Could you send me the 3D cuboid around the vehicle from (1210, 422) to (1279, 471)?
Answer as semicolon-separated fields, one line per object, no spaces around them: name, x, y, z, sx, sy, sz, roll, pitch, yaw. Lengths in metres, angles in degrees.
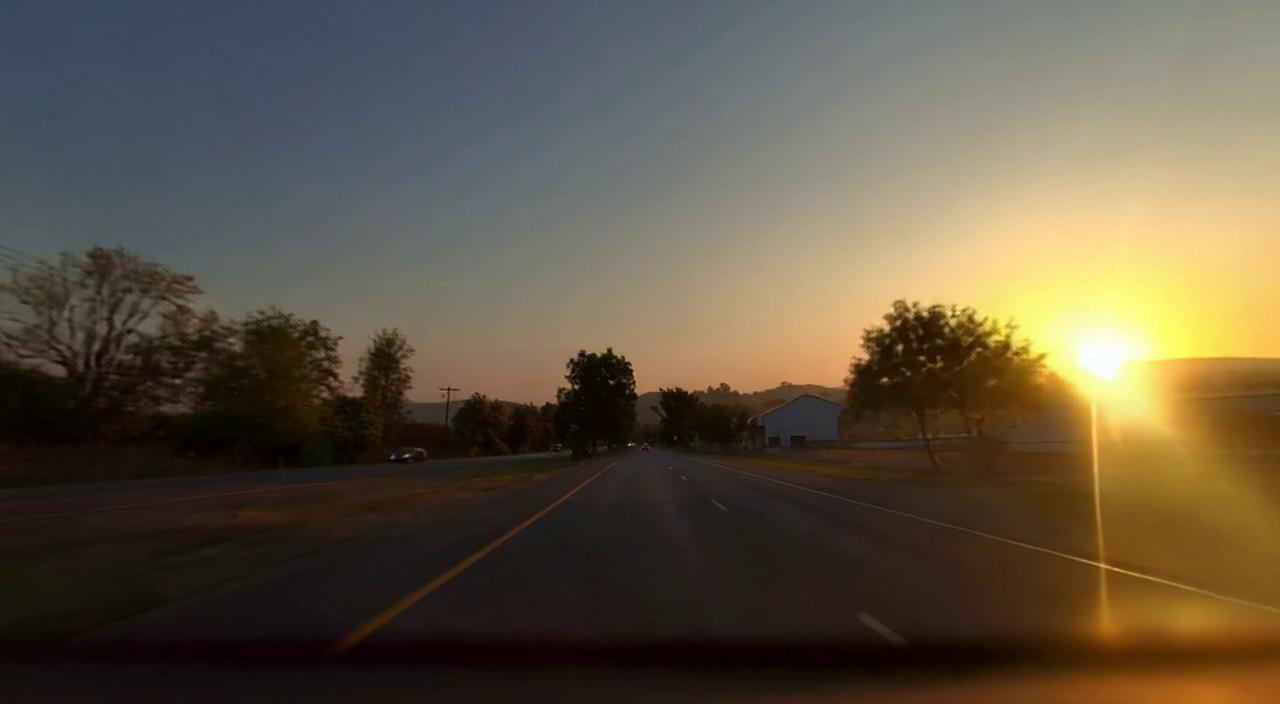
vehicle;44.516;6.621;44.643;5.979;3.184;2.522;-1;-9;-9
